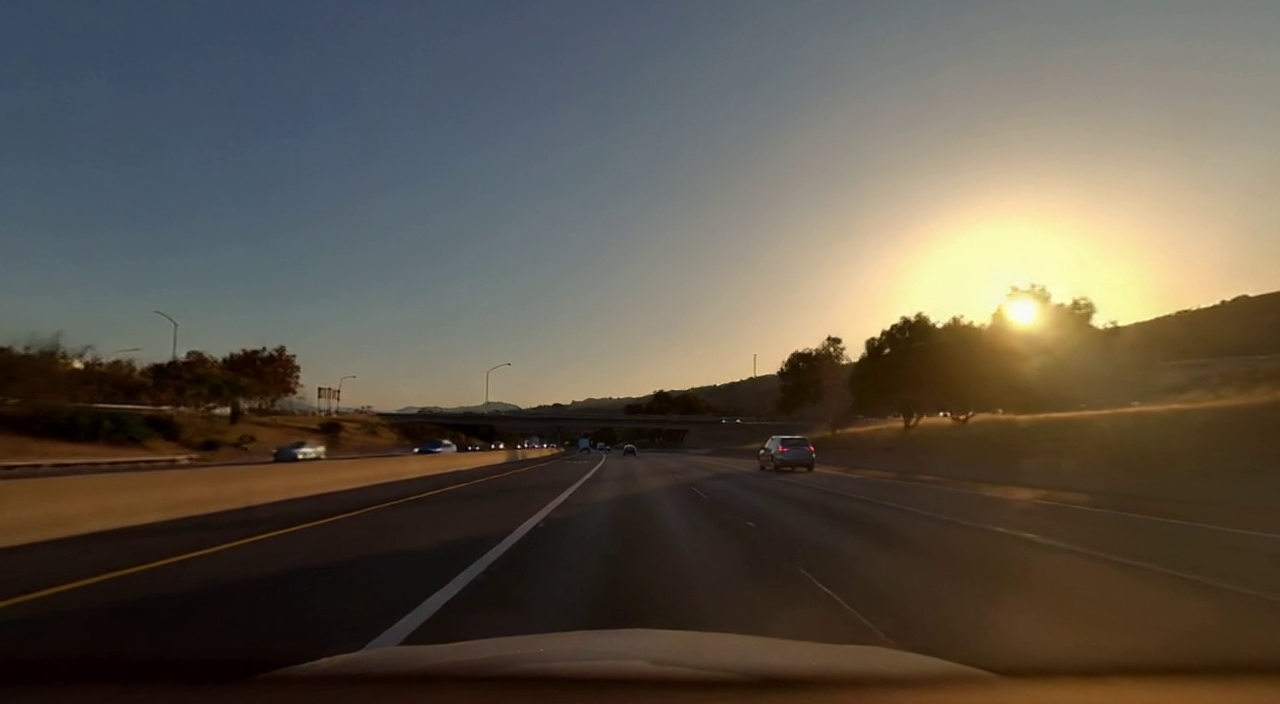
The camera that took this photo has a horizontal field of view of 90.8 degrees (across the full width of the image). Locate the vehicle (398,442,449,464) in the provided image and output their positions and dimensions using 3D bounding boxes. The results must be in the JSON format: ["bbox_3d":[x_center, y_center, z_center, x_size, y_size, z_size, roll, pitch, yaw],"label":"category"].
[{"bbox_3d":[-15.070,7.021,44.196,2.077,1.452,4.572,0,-8,-2],"label":"vehicle"}]

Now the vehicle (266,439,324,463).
[{"bbox_3d":[-26.587,7.622,48.819,1.983,1.735,4.547,0,-8,-2],"label":"vehicle"}]

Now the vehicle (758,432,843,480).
[{"bbox_3d":[6.357,4.172,25.588,2.104,1.723,4.538,0,-8,-2],"label":"vehicle"}]
